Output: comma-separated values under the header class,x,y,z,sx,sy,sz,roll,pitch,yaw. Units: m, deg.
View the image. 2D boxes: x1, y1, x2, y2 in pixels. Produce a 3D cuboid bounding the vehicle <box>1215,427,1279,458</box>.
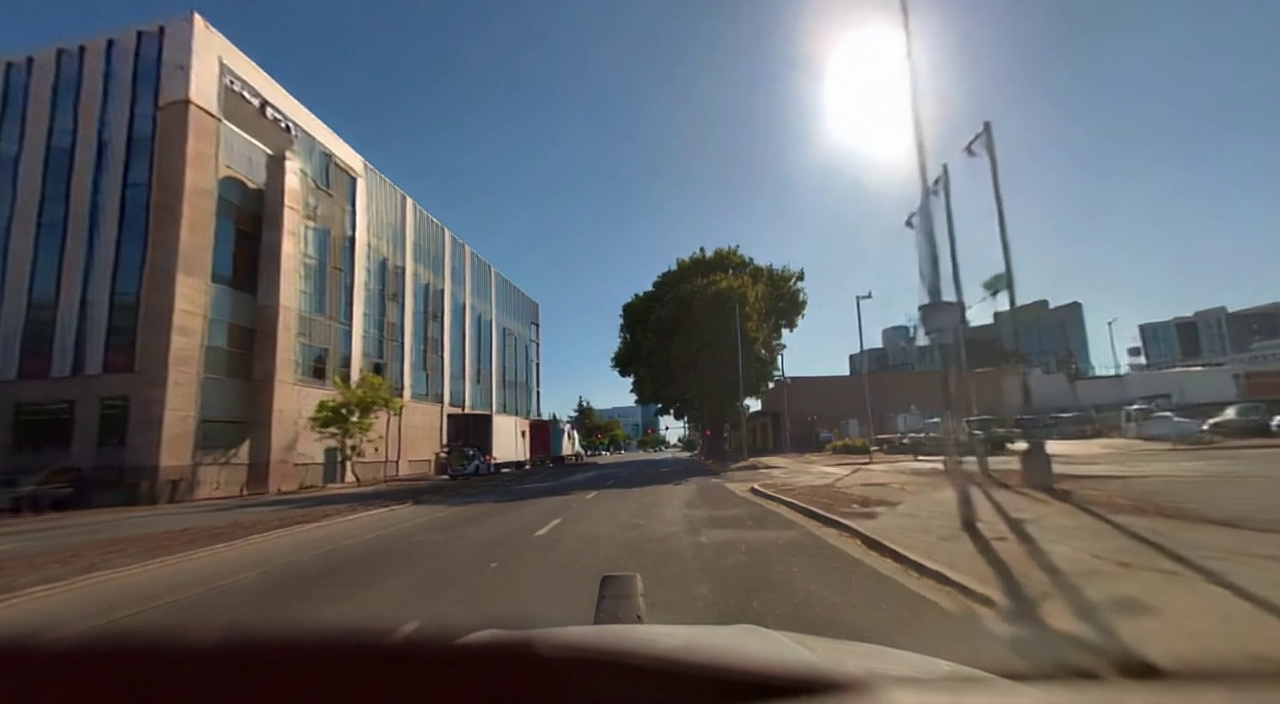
class,x,y,z,sx,sy,sz,roll,pitch,yaw
vehicle,32.418,4.729,32.747,1.635,1.503,3.463,-2,-9,2
